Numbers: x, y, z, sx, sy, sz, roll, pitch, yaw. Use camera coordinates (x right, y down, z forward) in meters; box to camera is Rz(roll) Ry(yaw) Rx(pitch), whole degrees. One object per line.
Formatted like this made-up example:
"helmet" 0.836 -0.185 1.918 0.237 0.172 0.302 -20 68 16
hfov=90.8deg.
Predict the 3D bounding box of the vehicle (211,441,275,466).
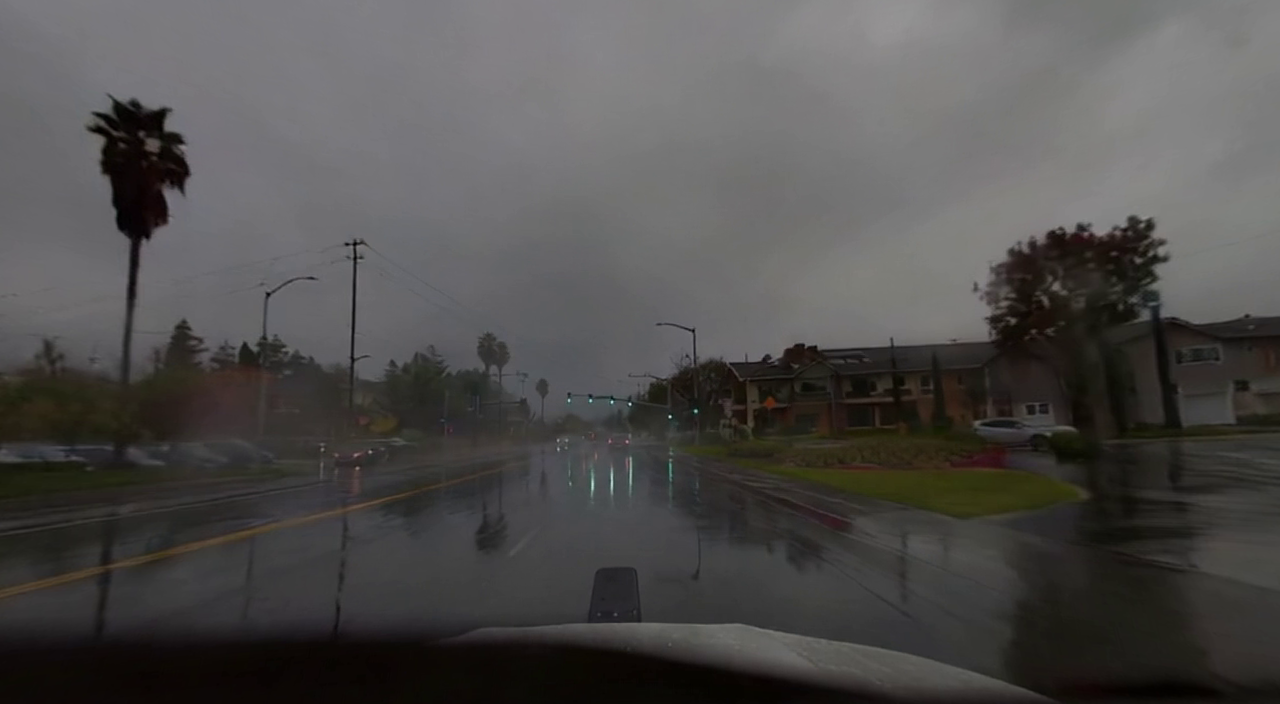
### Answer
"vehicle" -27.120 6.923 43.327 1.816 1.586 3.958 0 -8 -1

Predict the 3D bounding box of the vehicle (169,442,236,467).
"vehicle" -29.623 6.929 42.938 1.812 1.585 3.938 0 -8 -3

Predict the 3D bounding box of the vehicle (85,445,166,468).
"vehicle" -35.160 7.155 43.340 1.940 1.474 4.384 0 -8 -1

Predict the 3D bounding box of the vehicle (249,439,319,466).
"vehicle" -24.489 6.885 43.634 1.974 1.470 4.892 -4 -7 1

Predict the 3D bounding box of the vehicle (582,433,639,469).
"vehicle" -1.265 4.514 29.018 2.060 1.526 3.859 -1 -8 6

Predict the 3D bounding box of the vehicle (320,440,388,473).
"vehicle" -14.412 5.202 31.709 1.903 1.487 4.784 6 -11 -38

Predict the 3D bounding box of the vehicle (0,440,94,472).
"vehicle" -40.630 7.054 43.383 1.945 1.840 5.062 -4 -7 -2
